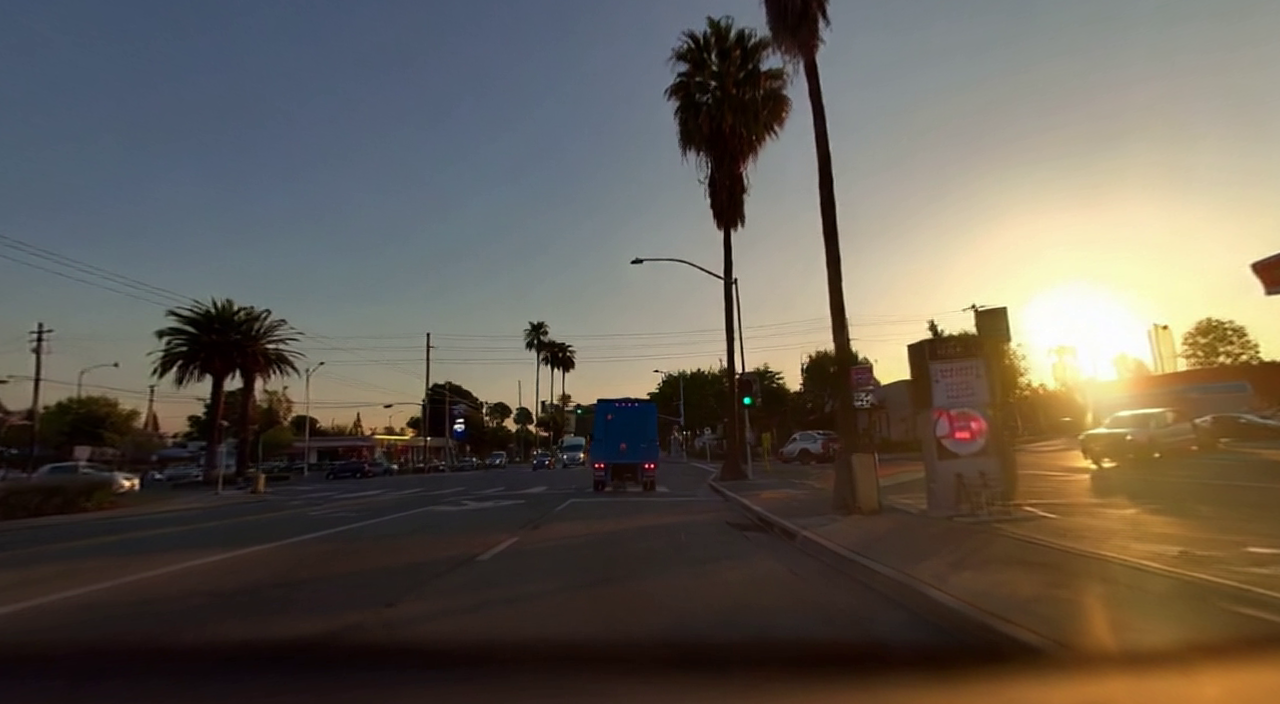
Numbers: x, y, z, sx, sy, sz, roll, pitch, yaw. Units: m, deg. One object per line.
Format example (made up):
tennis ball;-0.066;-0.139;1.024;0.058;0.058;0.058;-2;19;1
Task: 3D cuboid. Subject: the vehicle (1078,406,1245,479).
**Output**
vehicle;15.801;2.743;19.093;5.078;1.937;2.326;6;-10;-33

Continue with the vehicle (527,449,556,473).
vehicle;-7.491;8.221;47.877;1.997;1.679;4.263;2;-9;-9

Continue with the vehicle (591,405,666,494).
vehicle;-0.264;3.678;24.070;2.463;2.954;5.938;0;-8;2

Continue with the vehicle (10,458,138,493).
vehicle;-28.118;6.125;31.602;4.303;1.567;2.021;5;-10;-30
